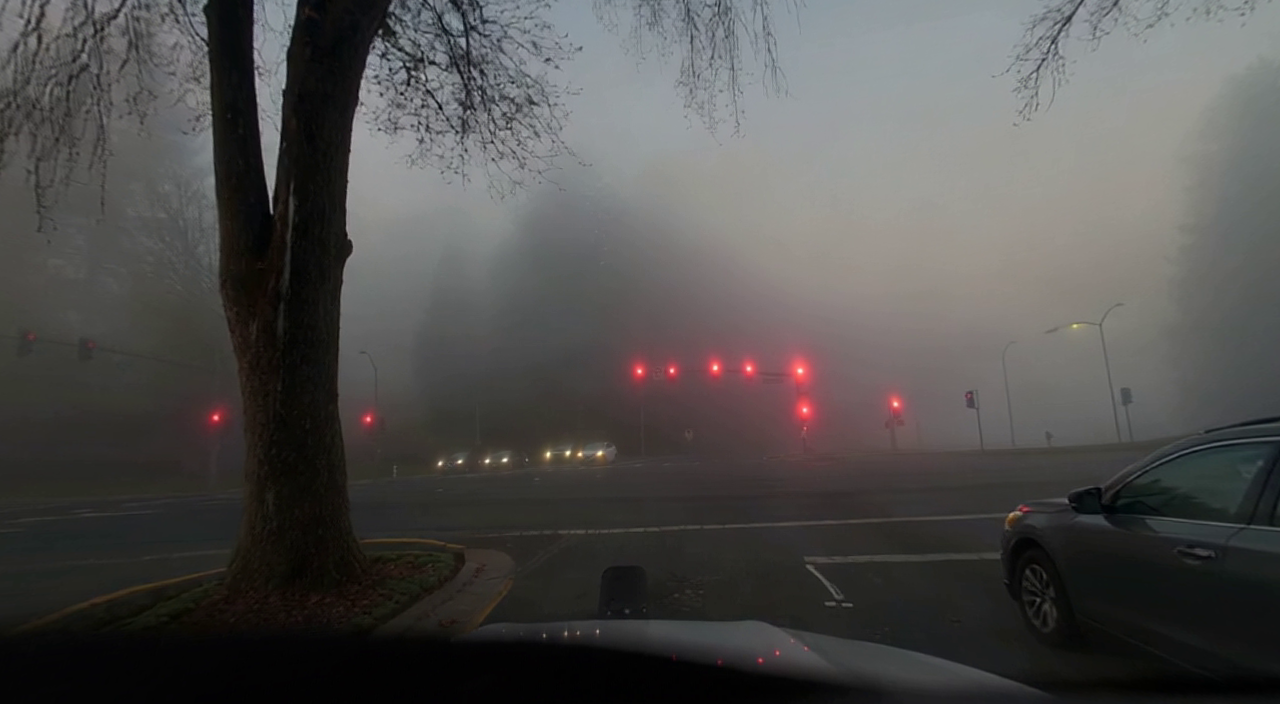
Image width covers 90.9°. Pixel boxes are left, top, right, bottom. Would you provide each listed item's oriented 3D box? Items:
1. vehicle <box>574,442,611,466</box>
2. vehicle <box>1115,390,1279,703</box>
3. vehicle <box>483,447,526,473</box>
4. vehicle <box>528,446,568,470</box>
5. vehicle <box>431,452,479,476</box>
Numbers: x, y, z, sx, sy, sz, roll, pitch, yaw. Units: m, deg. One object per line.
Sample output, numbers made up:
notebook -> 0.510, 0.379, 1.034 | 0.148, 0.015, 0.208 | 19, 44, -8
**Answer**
vehicle -> -3.515, 7.723, 47.734 | 2.215, 1.732, 4.684 | -1, -9, 3
vehicle -> 3.057, 0.618, 0.434 | 1.978, 1.468, 4.544 | 0, -9, 1
vehicle -> -9.805, 7.836, 45.941 | 2.064, 1.725, 4.243 | 0, -9, 1
vehicle -> -6.572, 7.604, 45.495 | 2.126, 1.657, 4.307 | 0, -9, 2
vehicle -> -13.417, 8.114, 45.987 | 2.101, 1.637, 4.304 | 0, -9, 1
